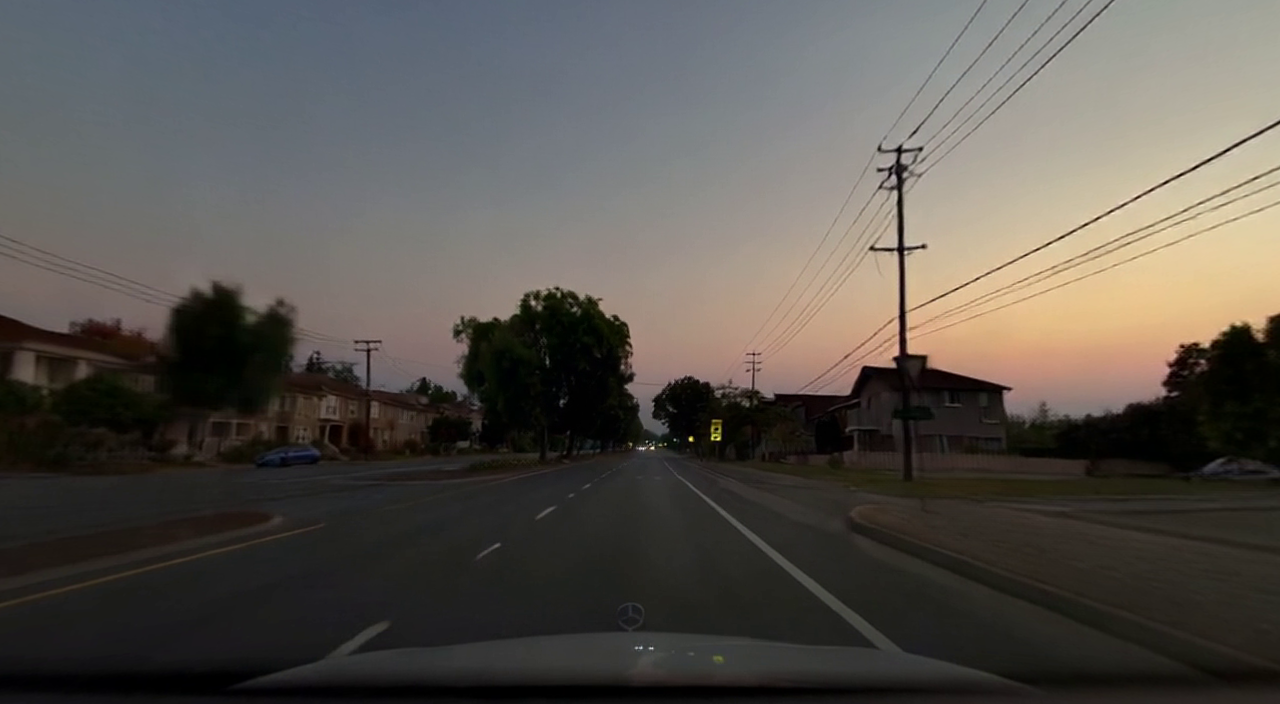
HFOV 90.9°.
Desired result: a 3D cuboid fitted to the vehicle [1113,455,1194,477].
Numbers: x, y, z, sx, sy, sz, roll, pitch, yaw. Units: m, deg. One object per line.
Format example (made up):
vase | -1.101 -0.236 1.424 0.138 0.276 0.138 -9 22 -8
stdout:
vehicle | 37.052 8.213 45.480 4.681 1.488 1.954 3 -11 -15
